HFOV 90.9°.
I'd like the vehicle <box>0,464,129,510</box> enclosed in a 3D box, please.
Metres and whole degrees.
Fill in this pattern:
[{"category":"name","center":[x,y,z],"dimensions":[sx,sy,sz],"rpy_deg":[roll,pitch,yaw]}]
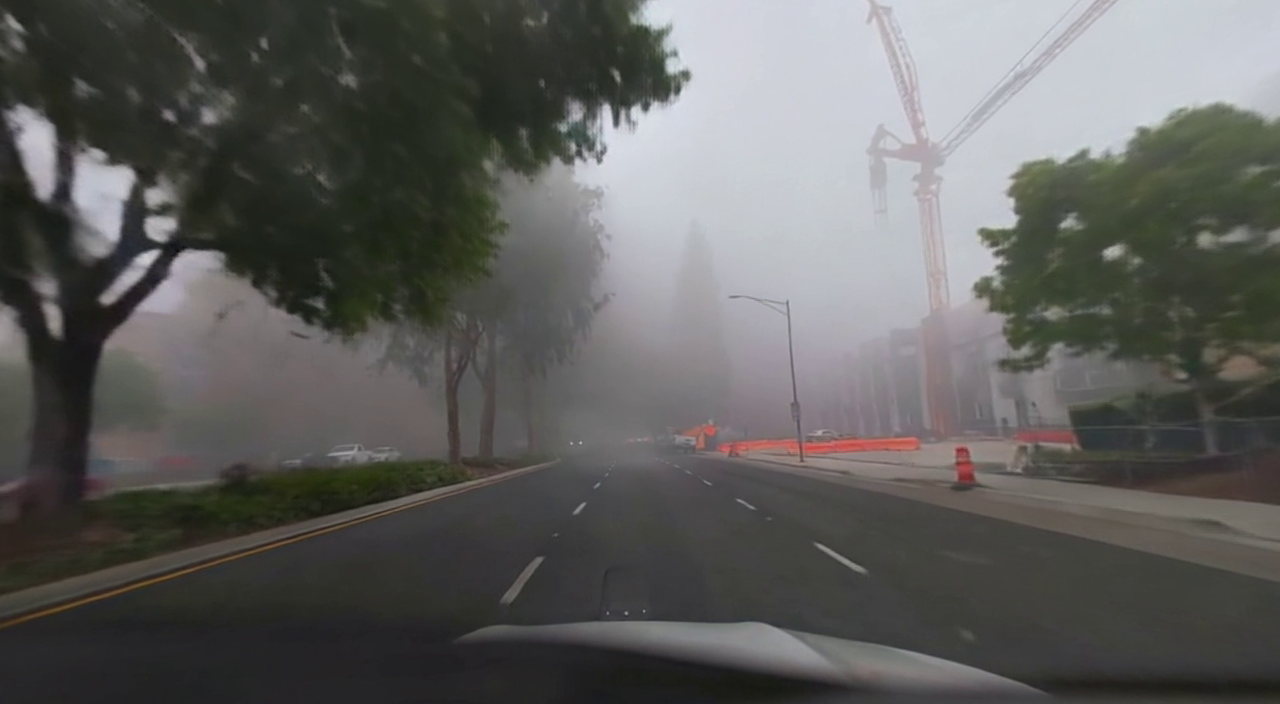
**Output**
[{"category":"vehicle","center":[-22.133,5.012,23.781],"dimensions":[1.863,1.470,4.526],"rpy_deg":[0,-9,0]}]

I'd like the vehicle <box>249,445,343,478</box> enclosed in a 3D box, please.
[{"category":"vehicle","center":[-21.995,6.993,40.637],"dimensions":[2.328,1.918,5.628],"rpy_deg":[-1,-8,7]}]

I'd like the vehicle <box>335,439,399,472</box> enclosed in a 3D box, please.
[{"category":"vehicle","center":[-18.268,6.939,42.525],"dimensions":[2.286,2.069,5.077],"rpy_deg":[0,-8,-3]}]
